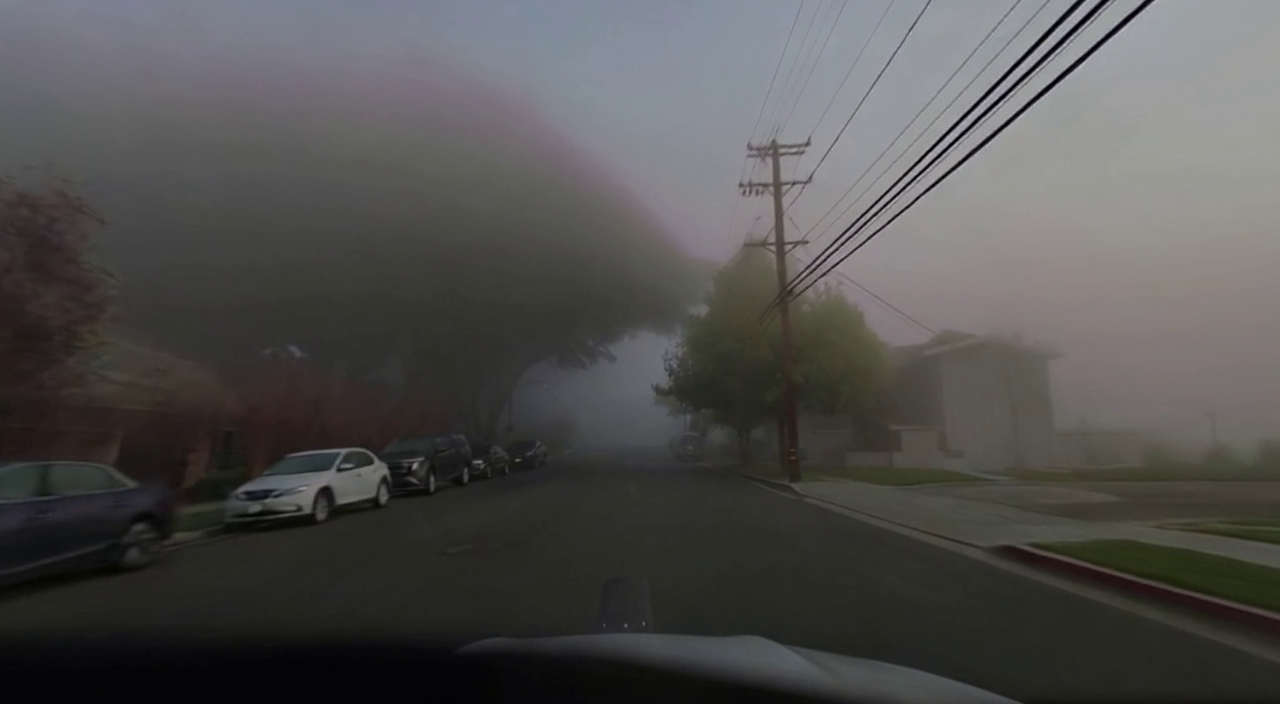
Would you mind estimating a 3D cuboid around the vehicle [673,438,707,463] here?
[{"bbox_3d":[3.647,7.258,46.505,2.138,1.766,5.129,0,-8,0],"label":"vehicle"}]

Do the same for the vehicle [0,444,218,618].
[{"bbox_3d":[-6.327,1.570,5.719,1.816,1.460,4.542,0,-8,0],"label":"vehicle"}]

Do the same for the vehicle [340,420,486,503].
[{"bbox_3d":[-6.328,3.132,18.500,2.222,2.022,5.547,0,-8,0],"label":"vehicle"}]

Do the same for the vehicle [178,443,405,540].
[{"bbox_3d":[-6.227,2.480,12.012,1.890,1.453,4.430,0,-8,-2],"label":"vehicle"}]
